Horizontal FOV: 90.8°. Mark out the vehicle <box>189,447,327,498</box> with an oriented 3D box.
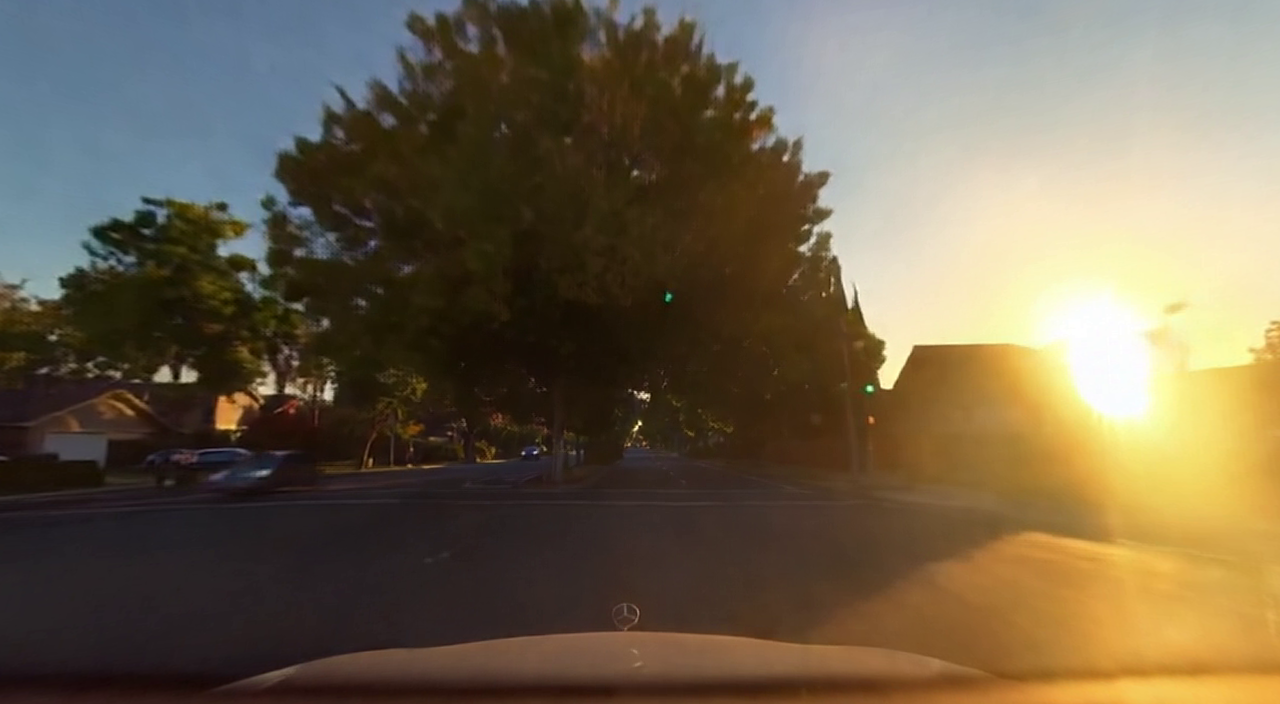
[{"bbox_3d":[-12.550,3.953,21.139,1.932,1.500,4.260,0,-8,0],"label":"vehicle"}]
